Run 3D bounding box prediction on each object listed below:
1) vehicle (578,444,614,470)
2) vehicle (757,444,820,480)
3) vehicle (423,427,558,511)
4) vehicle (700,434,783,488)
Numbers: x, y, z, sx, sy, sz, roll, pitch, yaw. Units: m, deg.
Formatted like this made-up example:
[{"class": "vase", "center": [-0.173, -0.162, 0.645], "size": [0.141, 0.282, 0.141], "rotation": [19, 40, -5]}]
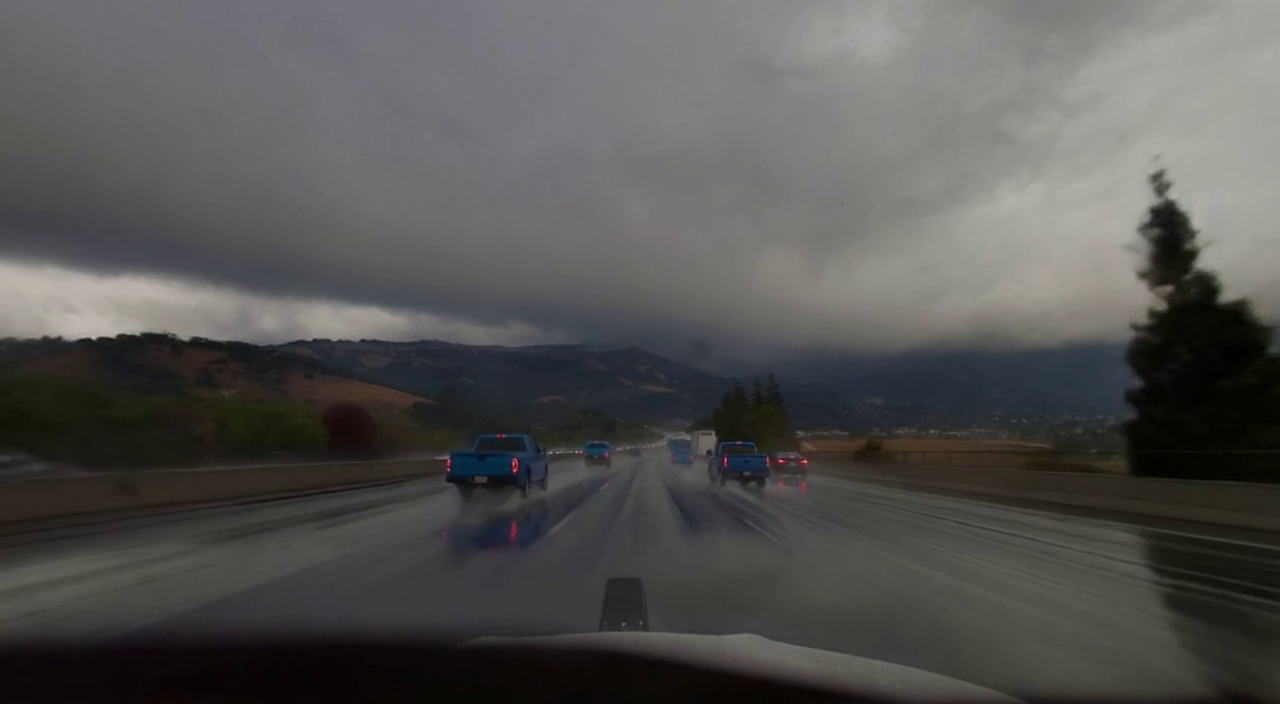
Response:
[{"class": "vehicle", "center": [-3.182, 7.683, 46.254], "size": [2.235, 1.785, 4.386], "rotation": [-1, -8, 1]}, {"class": "vehicle", "center": [7.740, 5.769, 33.421], "size": [2.104, 1.724, 4.701], "rotation": [0, -8, -1]}, {"class": "vehicle", "center": [-3.683, 2.997, 16.749], "size": [2.227, 1.853, 5.161], "rotation": [-1, -8, 1]}, {"class": "vehicle", "center": [4.032, 4.463, 26.278], "size": [2.424, 1.952, 5.611], "rotation": [0, -8, -1]}]
